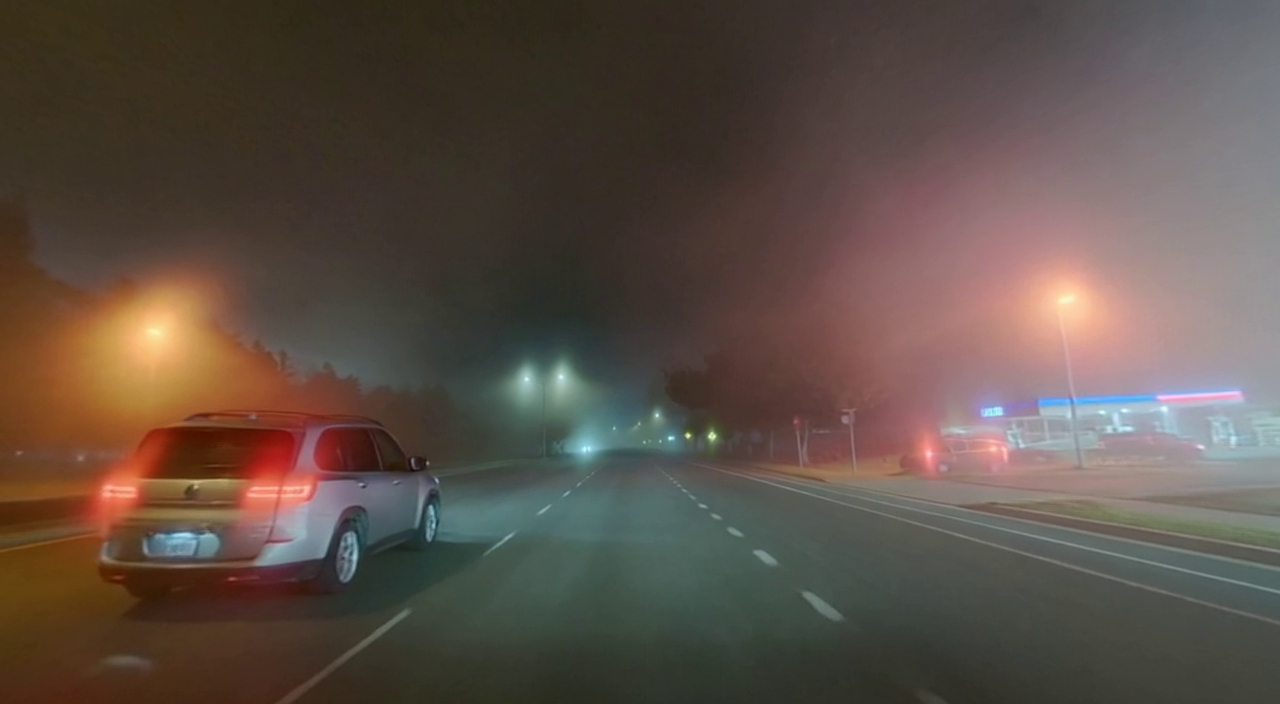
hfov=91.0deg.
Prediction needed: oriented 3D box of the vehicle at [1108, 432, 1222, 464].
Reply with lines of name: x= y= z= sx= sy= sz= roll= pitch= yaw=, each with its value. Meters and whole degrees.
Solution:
vehicle: x=30.085 y=5.514 z=36.205 sx=4.507 sy=1.752 sz=2.016 roll=-1 pitch=-9 yaw=9

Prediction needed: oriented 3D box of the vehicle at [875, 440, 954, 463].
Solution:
vehicle: x=18.242 y=6.619 z=41.982 sx=4.398 sy=1.457 sz=1.806 roll=0 pitch=-9 yaw=1

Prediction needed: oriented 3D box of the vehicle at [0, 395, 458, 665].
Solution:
vehicle: x=-3.527 y=1.450 z=6.309 sx=2.039 sy=1.656 sz=4.710 roll=0 pitch=-9 yaw=-1

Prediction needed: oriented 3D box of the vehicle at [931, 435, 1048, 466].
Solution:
vehicle: x=17.427 y=4.955 z=31.616 sx=4.671 sy=1.466 sz=1.937 roll=0 pitch=-9 yaw=5

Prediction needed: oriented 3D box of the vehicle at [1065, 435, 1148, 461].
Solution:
vehicle: x=30.706 y=6.353 z=41.530 sx=3.806 sy=1.635 sz=1.937 roll=-1 pitch=-9 yaw=7
